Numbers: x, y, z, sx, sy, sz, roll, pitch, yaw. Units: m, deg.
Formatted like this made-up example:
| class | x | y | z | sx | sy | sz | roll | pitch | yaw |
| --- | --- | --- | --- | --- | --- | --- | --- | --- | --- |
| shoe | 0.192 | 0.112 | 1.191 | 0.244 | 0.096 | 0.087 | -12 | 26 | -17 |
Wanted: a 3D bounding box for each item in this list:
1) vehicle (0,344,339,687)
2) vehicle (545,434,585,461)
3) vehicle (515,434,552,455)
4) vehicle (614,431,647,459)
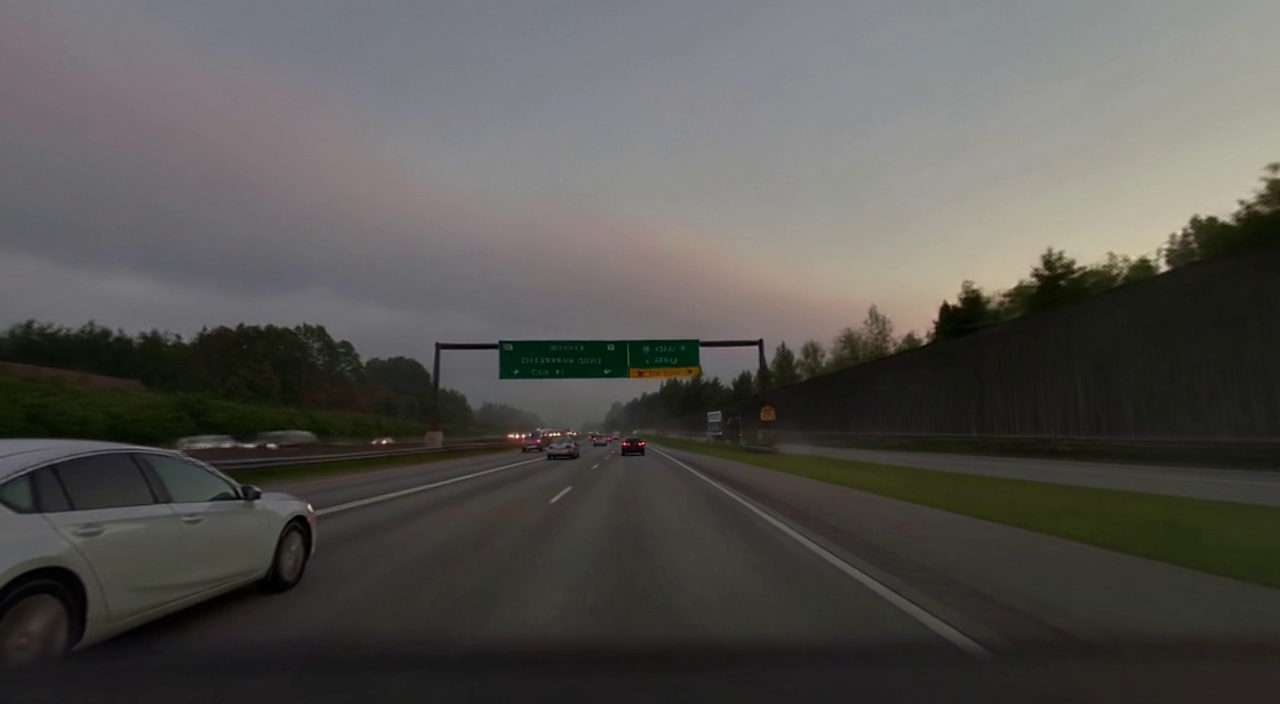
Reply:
| class | x | y | z | sx | sy | sz | roll | pitch | yaw |
| --- | --- | --- | --- | --- | --- | --- | --- | --- | --- |
| vehicle | -4.449 | 1.099 | 5.001 | 1.971 | 1.822 | 4.366 | 0 | -8 | -1 |
| vehicle | -4.335 | 5.576 | 36.944 | 1.909 | 1.445 | 4.087 | 0 | -8 | 0 |
| vehicle | -8.179 | 7.107 | 48.629 | 1.953 | 1.524 | 4.863 | 0 | -8 | 0 |
| vehicle | -0.566 | 5.815 | 39.491 | 2.002 | 1.611 | 3.778 | 0 | -8 | 0 |
